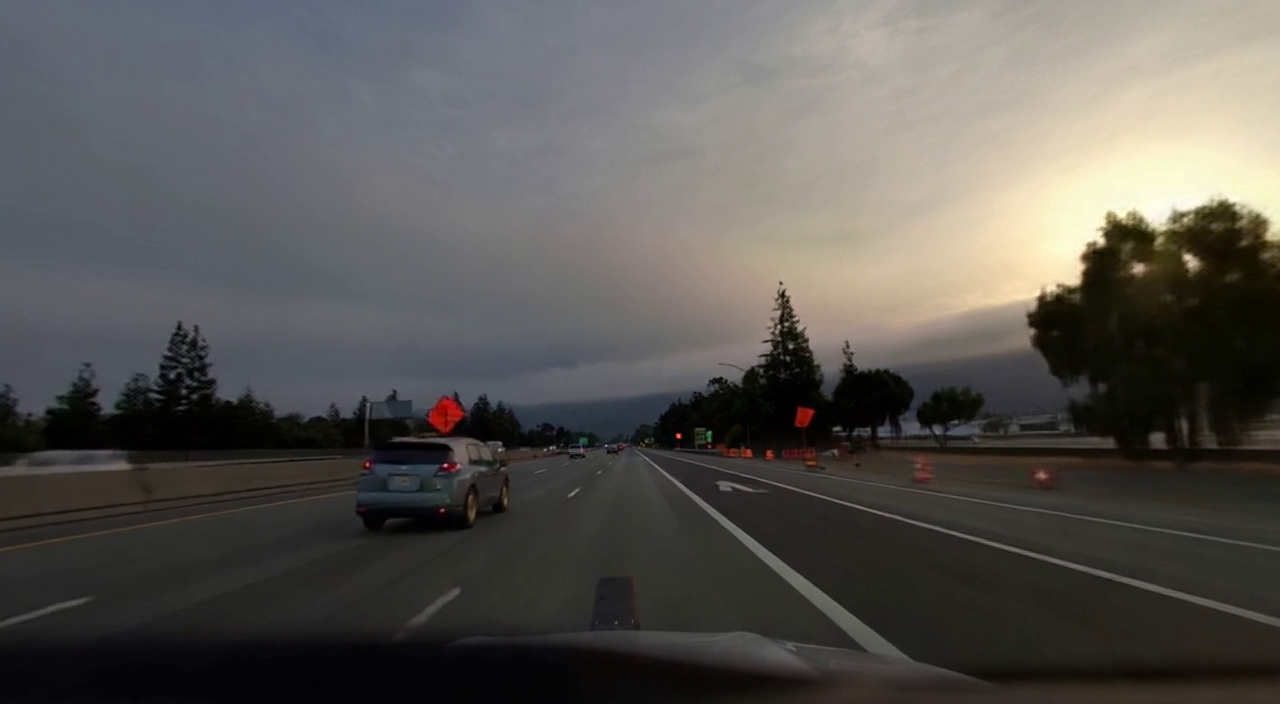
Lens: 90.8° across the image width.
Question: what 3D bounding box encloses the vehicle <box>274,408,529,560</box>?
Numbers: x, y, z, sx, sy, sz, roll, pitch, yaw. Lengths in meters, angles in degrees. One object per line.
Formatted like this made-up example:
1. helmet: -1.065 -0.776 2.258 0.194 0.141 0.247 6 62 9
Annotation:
1. vehicle: -3.112 1.837 9.461 2.103 1.715 4.371 0 -9 0
